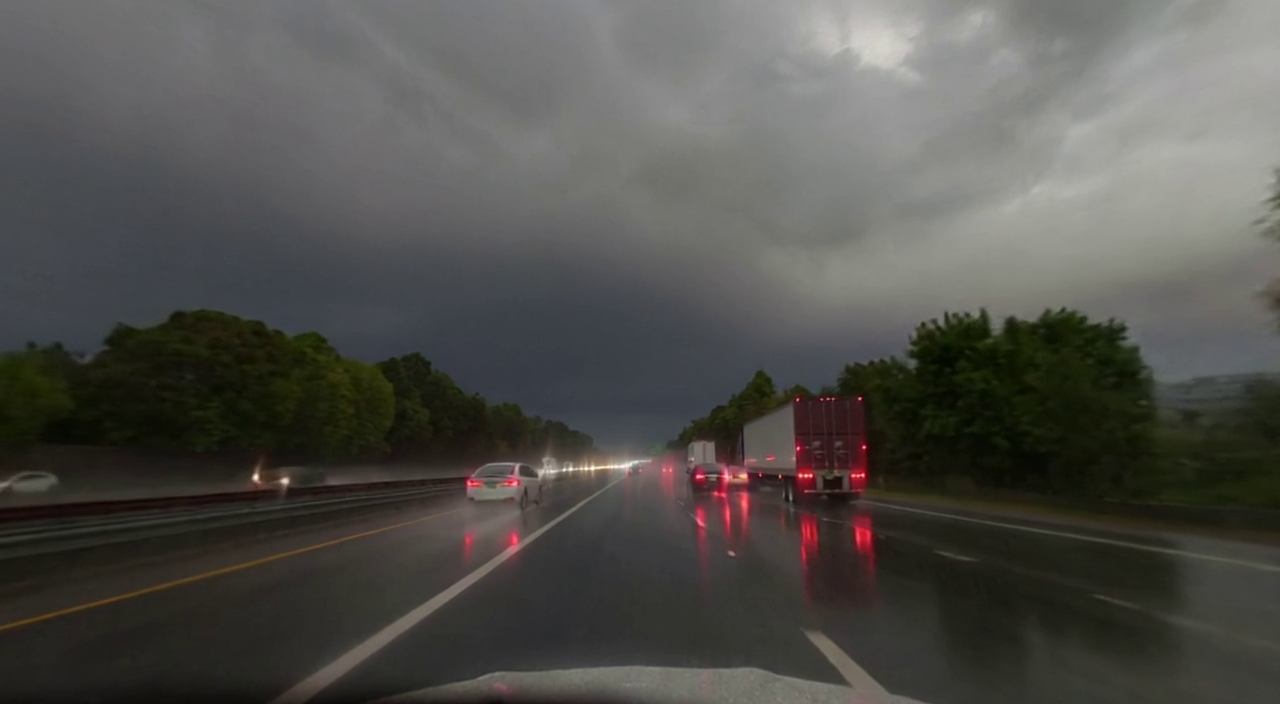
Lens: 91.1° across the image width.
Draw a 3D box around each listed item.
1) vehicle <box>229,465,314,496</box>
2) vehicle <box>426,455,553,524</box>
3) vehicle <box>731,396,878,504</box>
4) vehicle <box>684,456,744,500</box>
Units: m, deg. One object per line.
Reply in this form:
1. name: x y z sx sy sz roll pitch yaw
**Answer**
1. vehicle: -18.684 6.521 32.101 1.820 1.466 4.099 1 -10 0
2. vehicle: -3.728 3.531 16.556 2.065 1.485 4.682 1 -10 1
3. vehicle: 7.567 5.325 32.898 2.861 4.086 17.499 1 -10 -1
4. vehicle: 3.186 5.561 27.936 2.050 1.708 4.457 1 -10 -1
